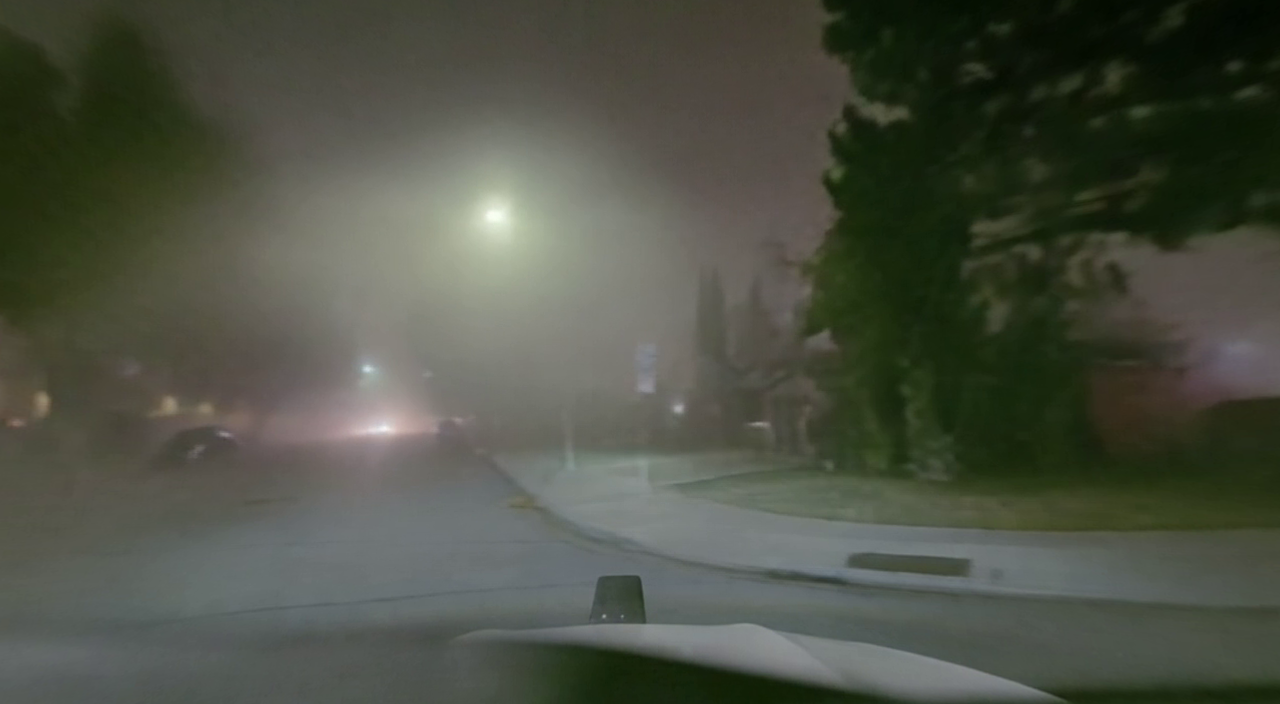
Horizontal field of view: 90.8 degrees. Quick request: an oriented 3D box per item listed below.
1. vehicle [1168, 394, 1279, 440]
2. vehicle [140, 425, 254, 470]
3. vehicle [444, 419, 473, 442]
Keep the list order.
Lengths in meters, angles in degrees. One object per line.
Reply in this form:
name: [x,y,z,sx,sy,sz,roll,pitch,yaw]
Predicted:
vehicle: [21.240,2.271,21.559,1.855,1.470,4.531,2,-8,-16]
vehicle: [-16.307,3.524,23.557,1.954,1.490,4.292,2,-8,-13]
vehicle: [-14.209,6.172,49.462,2.018,1.665,4.226,2,-8,-16]
